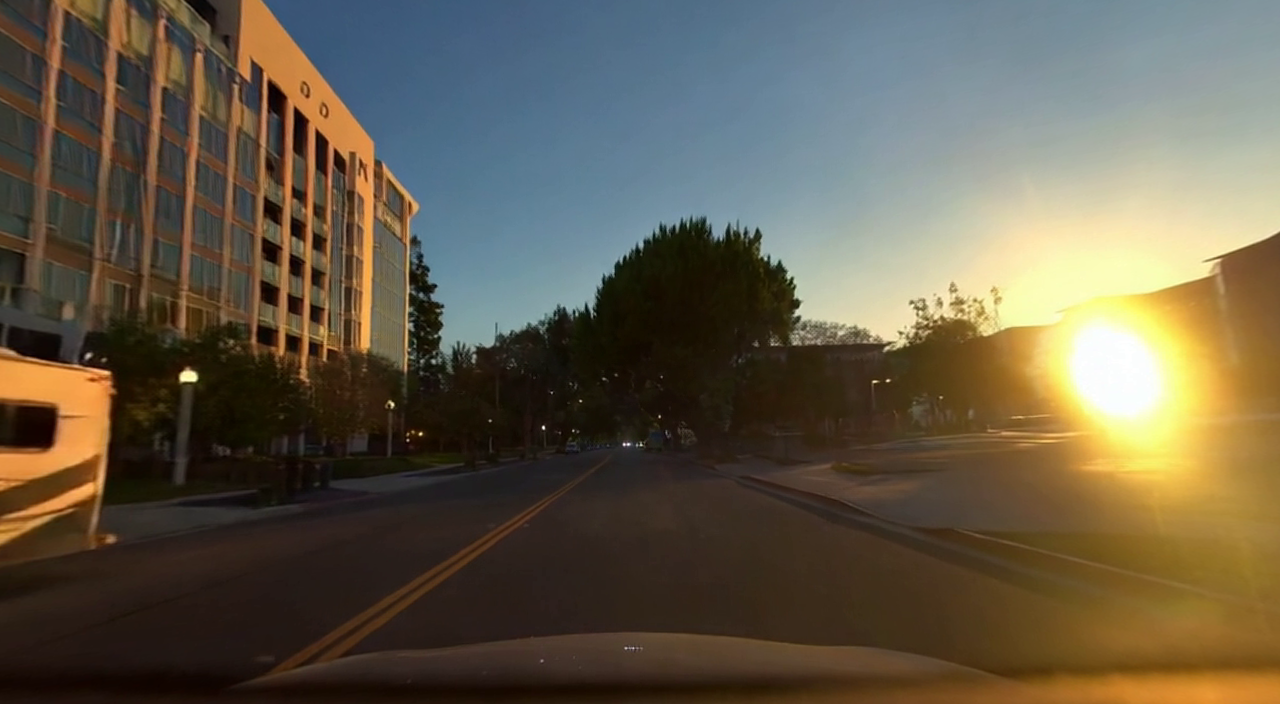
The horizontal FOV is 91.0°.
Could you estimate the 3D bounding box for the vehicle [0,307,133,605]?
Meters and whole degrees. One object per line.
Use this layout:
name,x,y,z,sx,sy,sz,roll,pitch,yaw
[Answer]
vehicle,-7.436,0.610,3.293,3.108,2.771,7.999,1,-8,-2
